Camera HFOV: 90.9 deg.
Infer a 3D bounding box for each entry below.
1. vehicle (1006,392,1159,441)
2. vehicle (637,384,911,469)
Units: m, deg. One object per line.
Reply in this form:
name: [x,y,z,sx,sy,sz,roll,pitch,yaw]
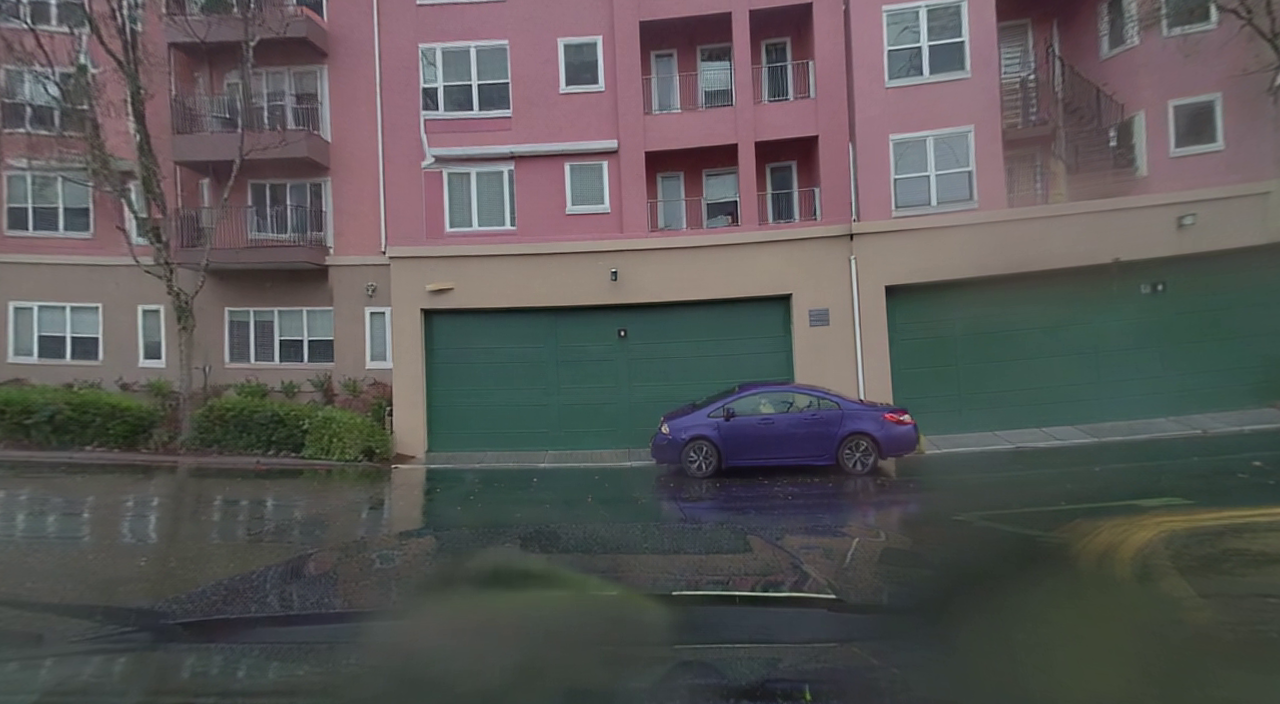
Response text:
vehicle: [15.815,2.351,22.713,3.905,1.475,2.057,-3,-8,-3]
vehicle: [2.301,1.419,11.838,4.697,1.444,1.825,0,-8,-1]
